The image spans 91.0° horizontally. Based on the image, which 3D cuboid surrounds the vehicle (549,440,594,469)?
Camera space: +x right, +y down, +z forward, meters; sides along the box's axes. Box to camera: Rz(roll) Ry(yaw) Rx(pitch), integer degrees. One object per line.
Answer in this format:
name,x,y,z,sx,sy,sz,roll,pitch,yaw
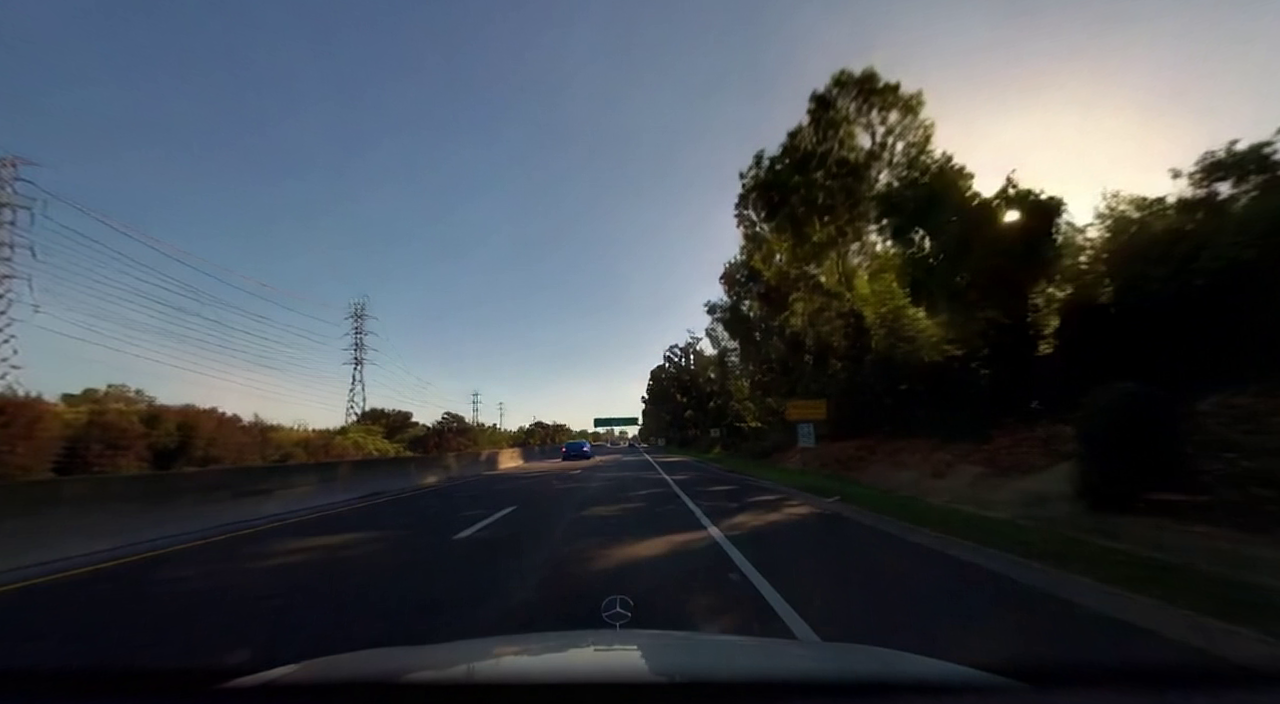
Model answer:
vehicle,-3.966,5.995,37.185,2.158,1.604,4.679,0,-8,0
